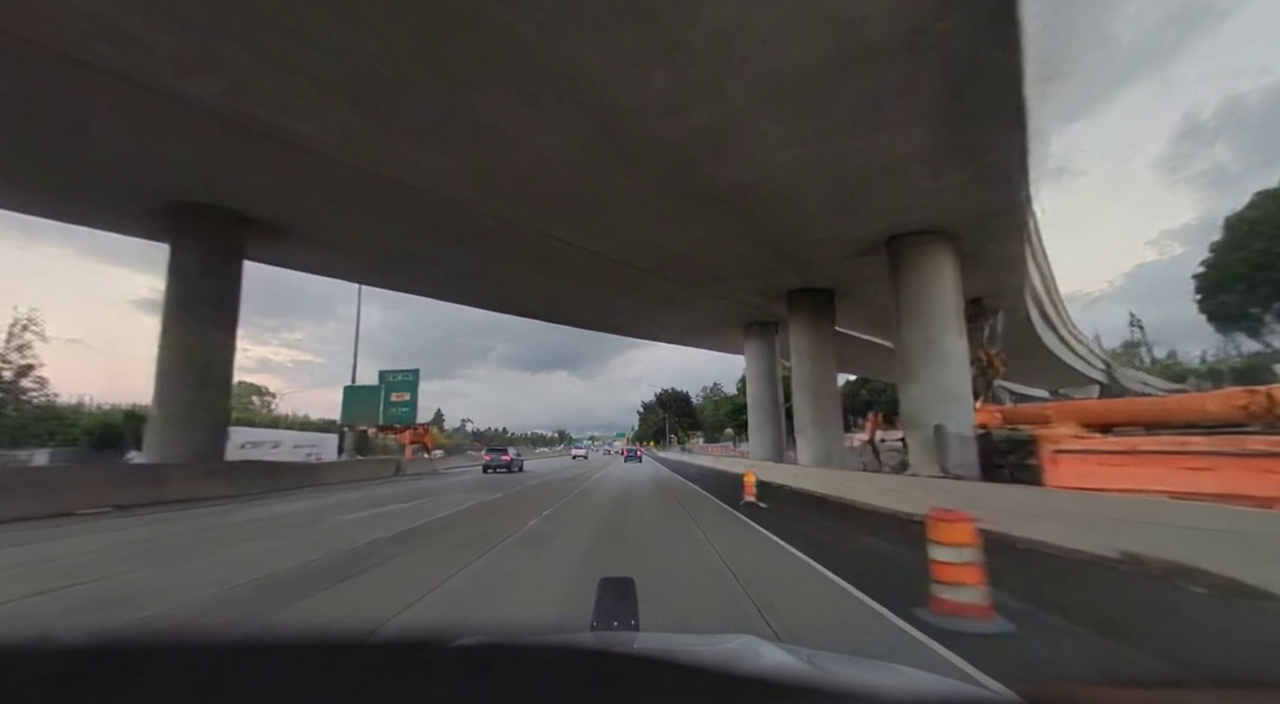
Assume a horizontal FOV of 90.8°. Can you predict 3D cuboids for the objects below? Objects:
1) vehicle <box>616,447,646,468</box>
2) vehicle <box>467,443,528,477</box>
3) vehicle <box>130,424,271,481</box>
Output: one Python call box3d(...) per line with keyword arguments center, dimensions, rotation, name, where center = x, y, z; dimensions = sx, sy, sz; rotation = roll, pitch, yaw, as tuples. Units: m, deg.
box3d(center=(-0.628, 7.627, 45.798), dimensions=(2.051, 1.459, 4.092), rotation=(0, -9, -1), name="vehicle")
box3d(center=(-7.178, 5.480, 32.234), dimensions=(2.128, 1.604, 4.279), rotation=(0, -9, 0), name="vehicle")
box3d(center=(-28.689, 6.636, 41.967), dimensions=(3.005, 3.314, 8.763), rotation=(0, -9, 0), name="vehicle")
